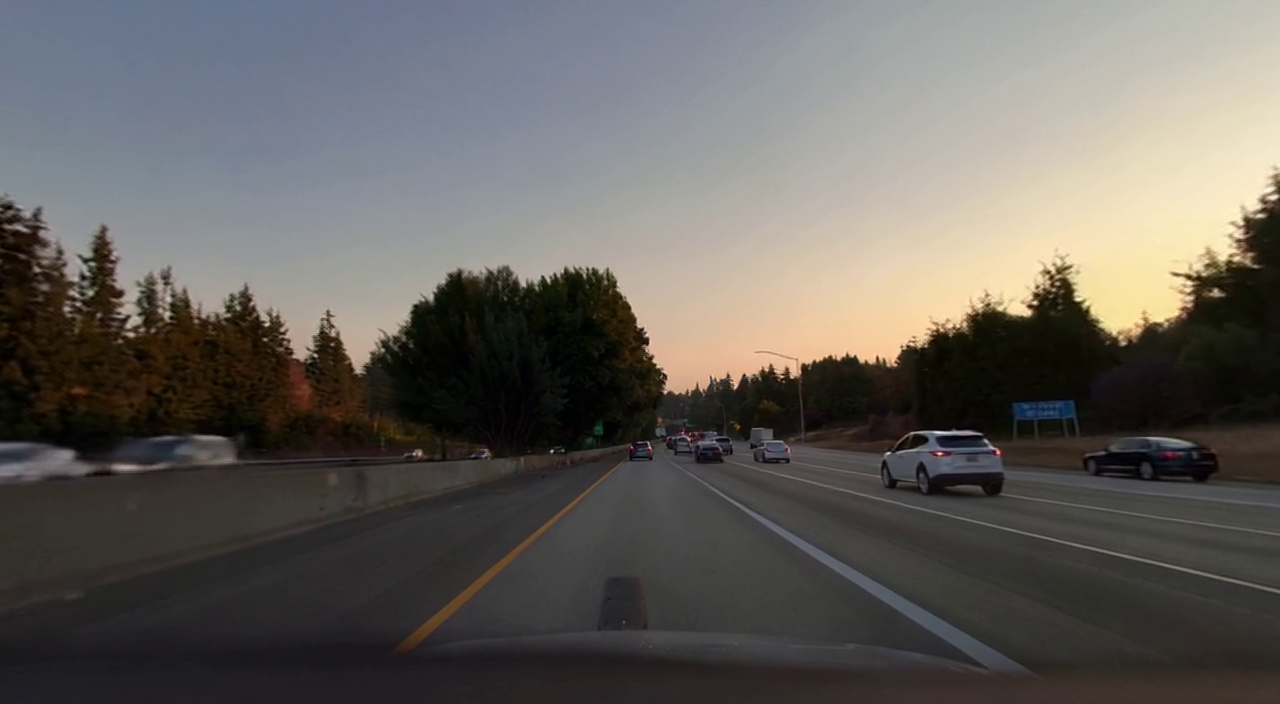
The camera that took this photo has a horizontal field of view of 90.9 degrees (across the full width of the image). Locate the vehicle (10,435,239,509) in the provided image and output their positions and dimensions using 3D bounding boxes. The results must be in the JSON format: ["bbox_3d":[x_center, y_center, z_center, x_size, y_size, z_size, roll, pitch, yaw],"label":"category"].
[{"bbox_3d":[-13.939,3.244,17.633,2.057,1.734,5.135,0,-8,0],"label":"vehicle"}]

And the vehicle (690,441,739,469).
[{"bbox_3d":[4.033,5.615,34.662,2.118,1.438,4.312,0,-8,-1],"label":"vehicle"}]

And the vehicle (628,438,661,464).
[{"bbox_3d":[0.286,6.595,42.284,2.124,1.639,4.122,0,-8,0],"label":"vehicle"}]

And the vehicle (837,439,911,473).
[{"bbox_3d":[10.885,4.859,29.659,1.845,1.456,4.240,0,-8,0],"label":"vehicle"}]

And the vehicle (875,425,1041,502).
[{"bbox_3d":[7.892,2.797,16.206,1.986,1.703,4.226,0,-8,-1],"label":"vehicle"}]

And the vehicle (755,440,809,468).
[{"bbox_3d":[7.792,5.618,34.955,1.919,1.476,4.303,0,-8,-1],"label":"vehicle"}]

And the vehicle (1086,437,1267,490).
[{"bbox_3d":[16.697,3.464,20.020,1.908,1.468,4.457,0,-8,2],"label":"vehicle"}]
